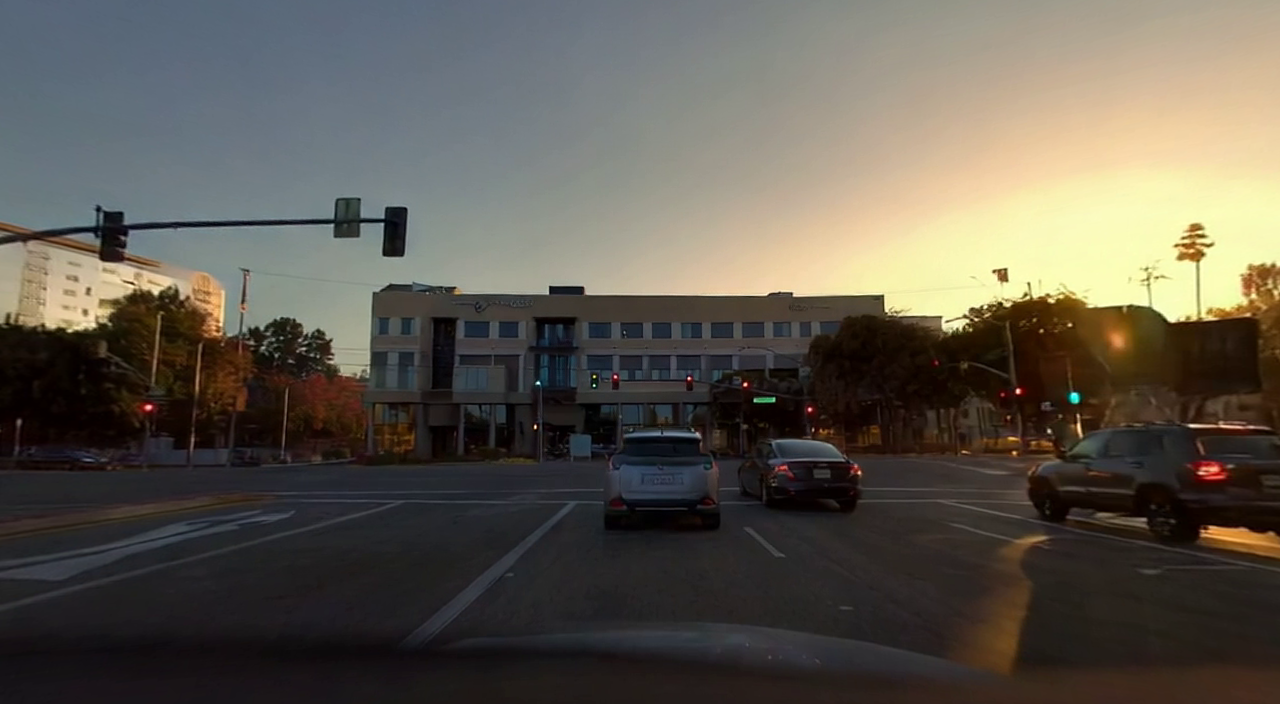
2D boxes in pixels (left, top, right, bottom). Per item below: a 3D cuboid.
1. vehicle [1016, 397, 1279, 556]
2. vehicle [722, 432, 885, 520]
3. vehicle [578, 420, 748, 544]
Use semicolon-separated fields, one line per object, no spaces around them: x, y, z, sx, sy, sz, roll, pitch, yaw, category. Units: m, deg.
8.486;1.836;9.999;2.132;1.892;4.851;0;-8;2;vehicle
2.974;2.351;12.507;1.994;1.436;4.169;0;-8;-2;vehicle
0.271;1.957;10.204;2.099;1.516;4.681;0;-8;0;vehicle
